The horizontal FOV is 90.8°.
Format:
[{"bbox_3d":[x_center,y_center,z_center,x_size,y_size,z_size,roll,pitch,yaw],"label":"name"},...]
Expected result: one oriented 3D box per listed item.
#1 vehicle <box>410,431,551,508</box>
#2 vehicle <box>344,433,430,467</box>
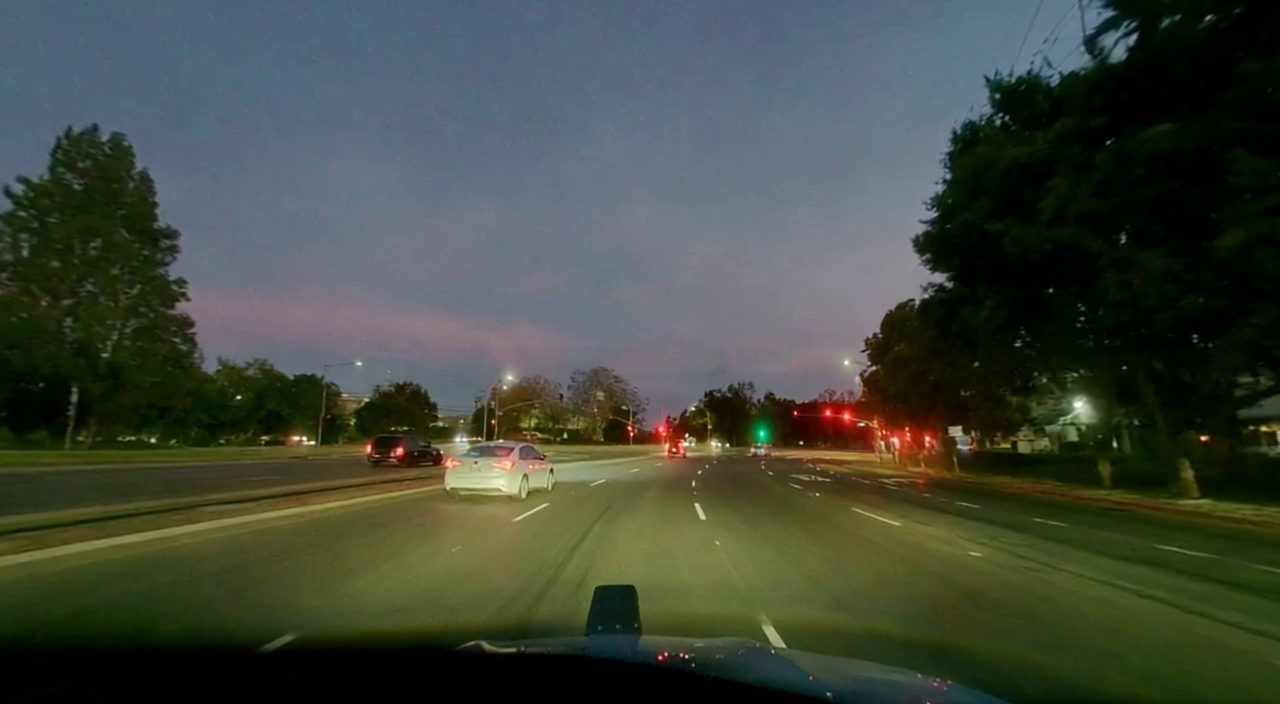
[{"bbox_3d":[-3.405,2.605,14.431,1.934,1.463,4.220,-1,-9,3],"label":"vehicle"},{"bbox_3d":[-12.053,4.687,30.385,1.984,1.488,4.258,-1,-9,7],"label":"vehicle"}]
